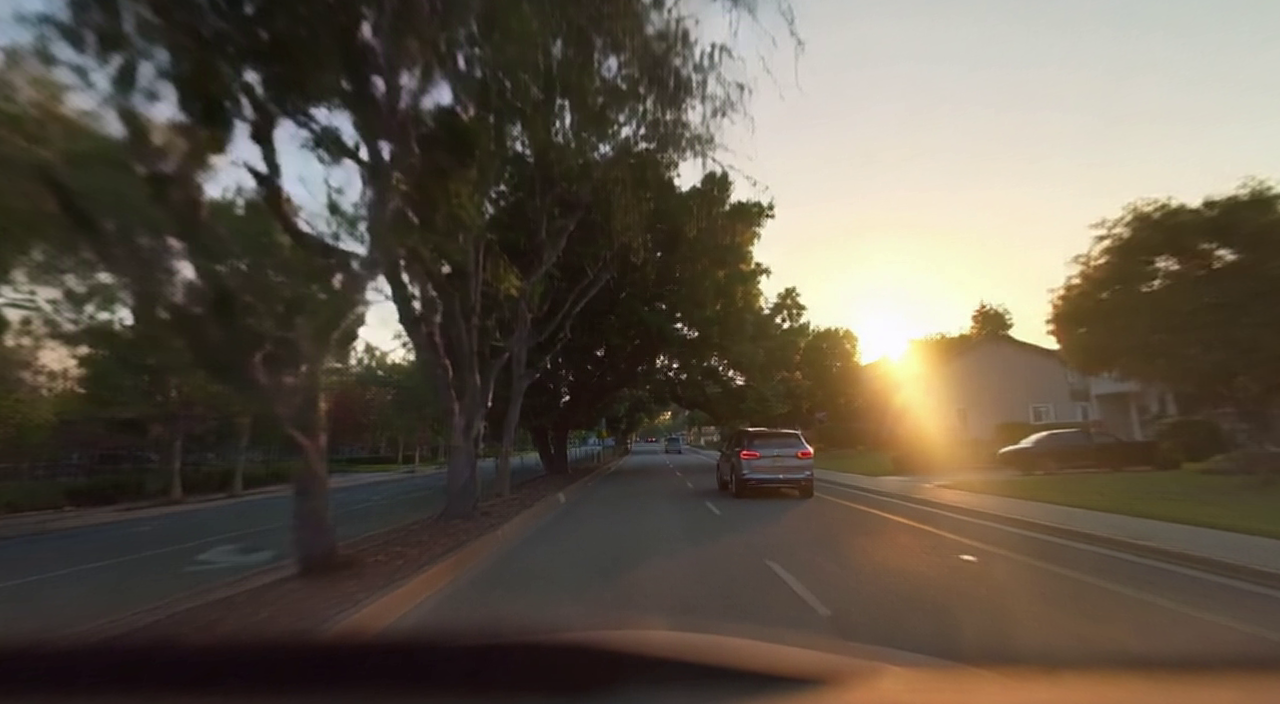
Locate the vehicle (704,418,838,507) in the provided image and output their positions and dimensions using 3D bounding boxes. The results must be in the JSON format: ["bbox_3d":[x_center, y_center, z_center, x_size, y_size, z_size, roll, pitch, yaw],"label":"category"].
[{"bbox_3d":[2.871,2.562,15.056,2.180,1.773,4.639,0,-8,0],"label":"vehicle"}]
